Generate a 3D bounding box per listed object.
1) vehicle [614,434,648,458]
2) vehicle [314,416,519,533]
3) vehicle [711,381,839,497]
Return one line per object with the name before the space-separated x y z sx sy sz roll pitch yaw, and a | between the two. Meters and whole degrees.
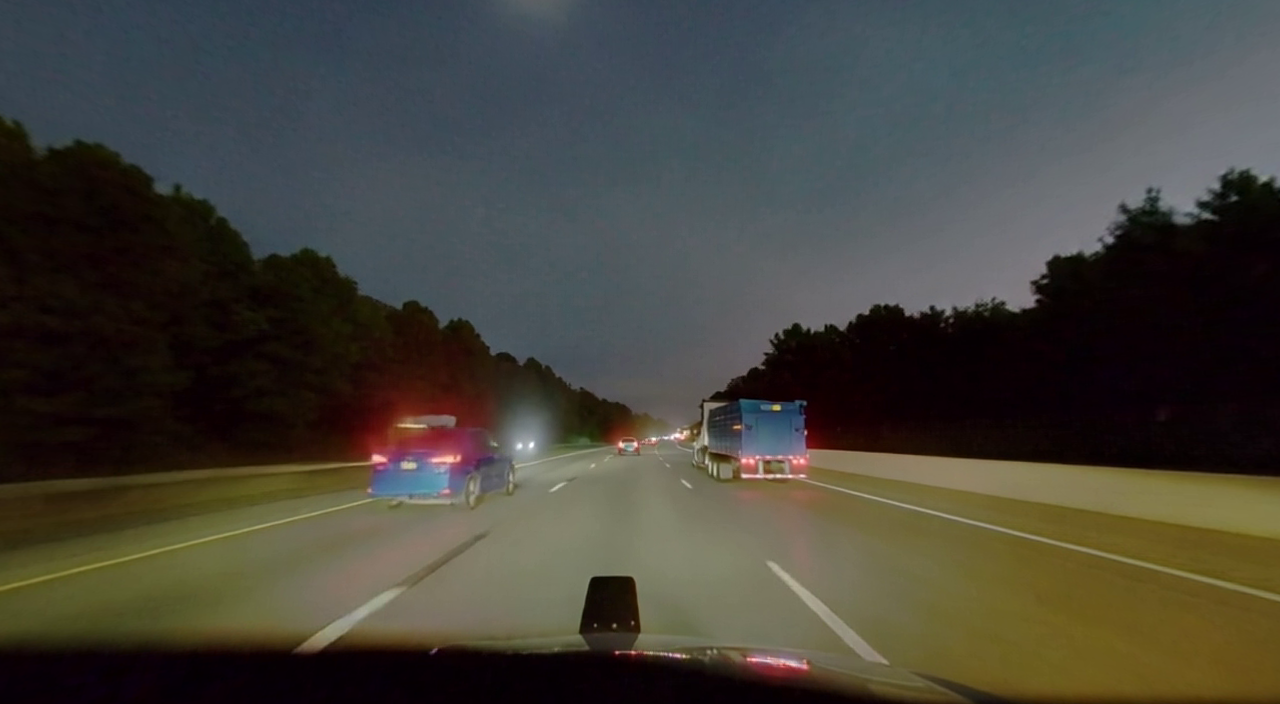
vehicle | -0.553 6.324 42.724 2.195 1.529 4.572 0 -8 0
vehicle | -3.459 1.959 10.743 2.008 1.588 4.147 0 -8 -1
vehicle | 3.230 2.196 16.070 2.256 2.568 4.049 0 -8 -1
